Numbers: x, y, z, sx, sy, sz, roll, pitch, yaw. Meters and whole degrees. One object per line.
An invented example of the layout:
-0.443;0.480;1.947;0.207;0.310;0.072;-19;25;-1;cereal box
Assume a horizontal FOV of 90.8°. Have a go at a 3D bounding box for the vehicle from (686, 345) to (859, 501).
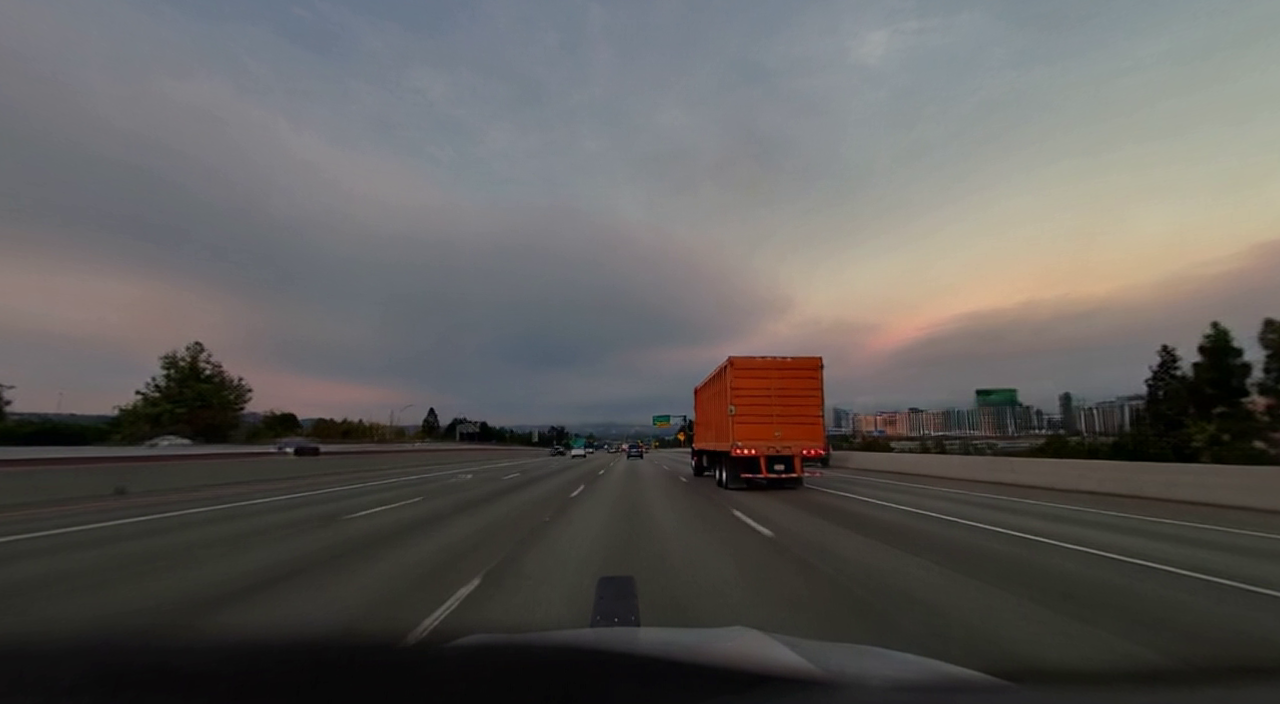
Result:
3.405;2.403;19.831;2.966;3.586;10.563;0;-9;-1;vehicle
